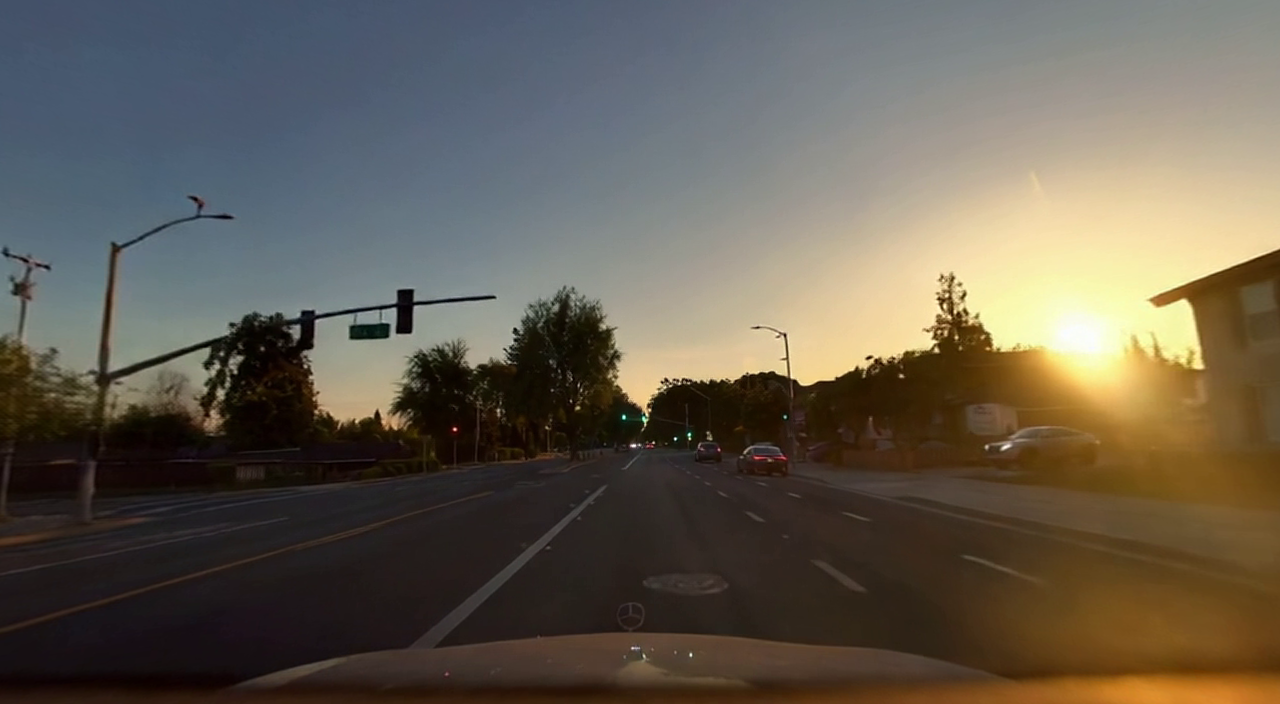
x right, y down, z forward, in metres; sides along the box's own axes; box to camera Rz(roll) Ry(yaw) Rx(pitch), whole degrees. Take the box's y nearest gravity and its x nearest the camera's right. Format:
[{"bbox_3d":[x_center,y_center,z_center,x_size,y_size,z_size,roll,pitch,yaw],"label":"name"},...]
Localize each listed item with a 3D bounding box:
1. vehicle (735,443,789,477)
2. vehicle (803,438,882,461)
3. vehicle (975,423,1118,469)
[{"bbox_3d":[5.889,5.248,30.999,1.855,1.520,4.808,0,-8,2],"label":"vehicle"},{"bbox_3d":[13.111,6.328,40.983,4.461,1.461,1.805,0,-8,0],"label":"vehicle"},{"bbox_3d":[14.637,3.402,22.870,3.769,1.598,1.987,0,-8,1],"label":"vehicle"}]
